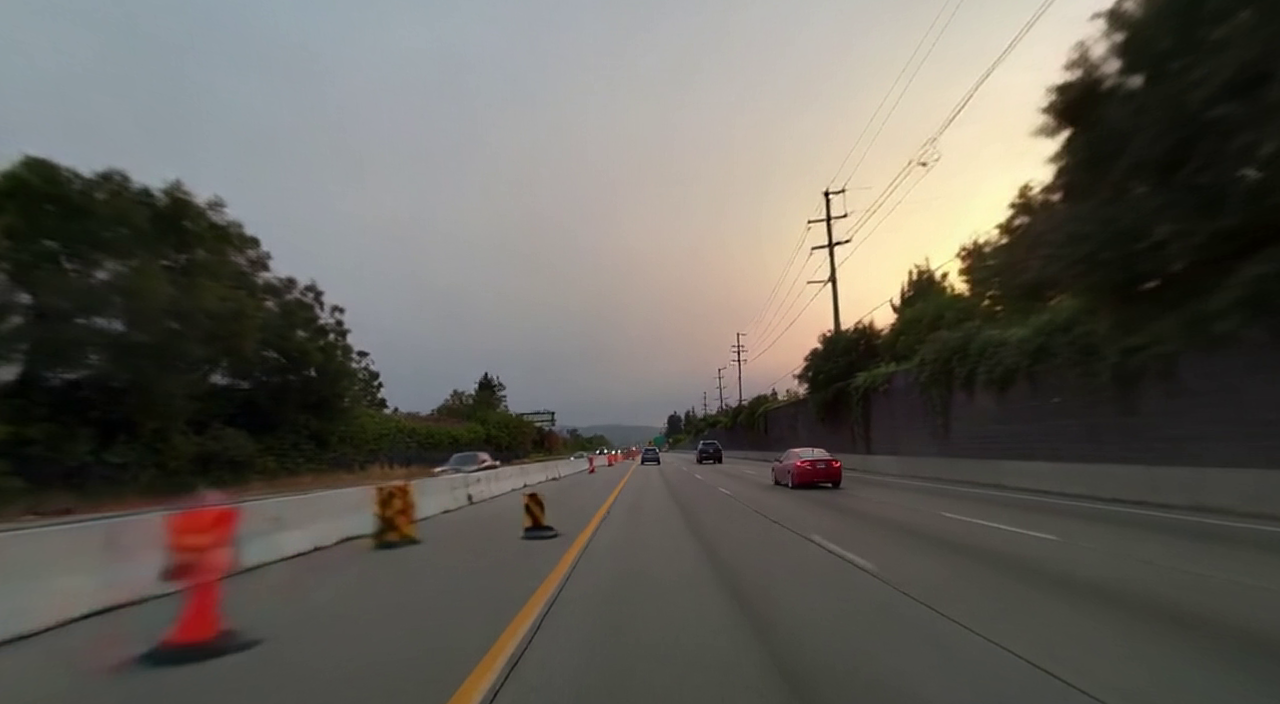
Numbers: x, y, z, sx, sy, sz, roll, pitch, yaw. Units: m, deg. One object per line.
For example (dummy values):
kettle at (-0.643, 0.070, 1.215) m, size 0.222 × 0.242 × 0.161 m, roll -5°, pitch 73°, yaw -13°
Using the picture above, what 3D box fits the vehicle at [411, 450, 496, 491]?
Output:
vehicle at (-7.435, 4.739, 25.677) m, size 1.929 × 1.470 × 4.649 m, roll -1°, pitch -8°, yaw 2°

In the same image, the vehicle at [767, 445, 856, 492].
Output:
vehicle at (5.683, 3.874, 21.421) m, size 1.881 × 1.409 × 4.016 m, roll 0°, pitch -8°, yaw 0°

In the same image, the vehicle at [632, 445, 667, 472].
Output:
vehicle at (0.616, 6.700, 40.049) m, size 2.096 × 1.583 × 4.150 m, roll 0°, pitch -8°, yaw 1°
